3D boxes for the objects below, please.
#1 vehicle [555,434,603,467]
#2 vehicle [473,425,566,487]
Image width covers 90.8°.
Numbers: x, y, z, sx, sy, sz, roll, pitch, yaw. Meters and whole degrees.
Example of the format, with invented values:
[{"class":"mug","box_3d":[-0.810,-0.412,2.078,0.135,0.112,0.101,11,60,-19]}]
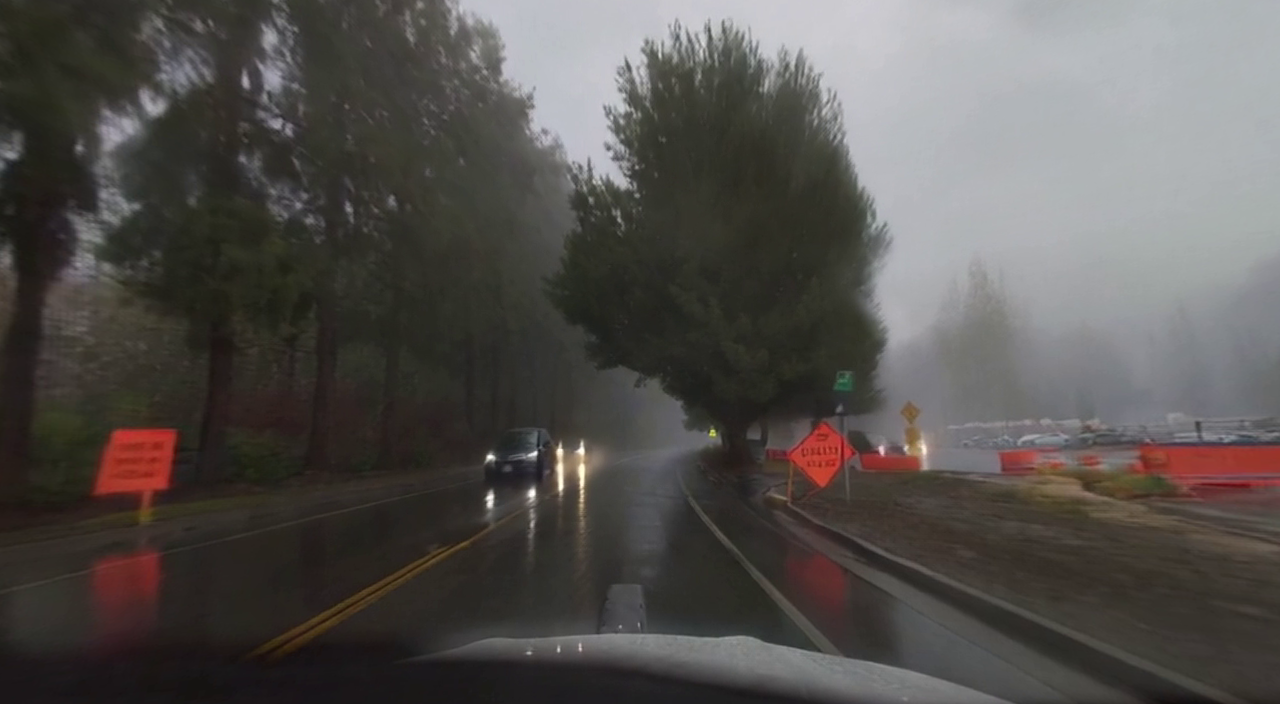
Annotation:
[{"class":"vehicle","box_3d":[-3.563,5.858,37.759,2.033,1.765,4.698,-2,-8,4]},{"class":"vehicle","box_3d":[-4.115,3.656,22.542,2.119,1.935,4.881,-1,-8,3]}]
